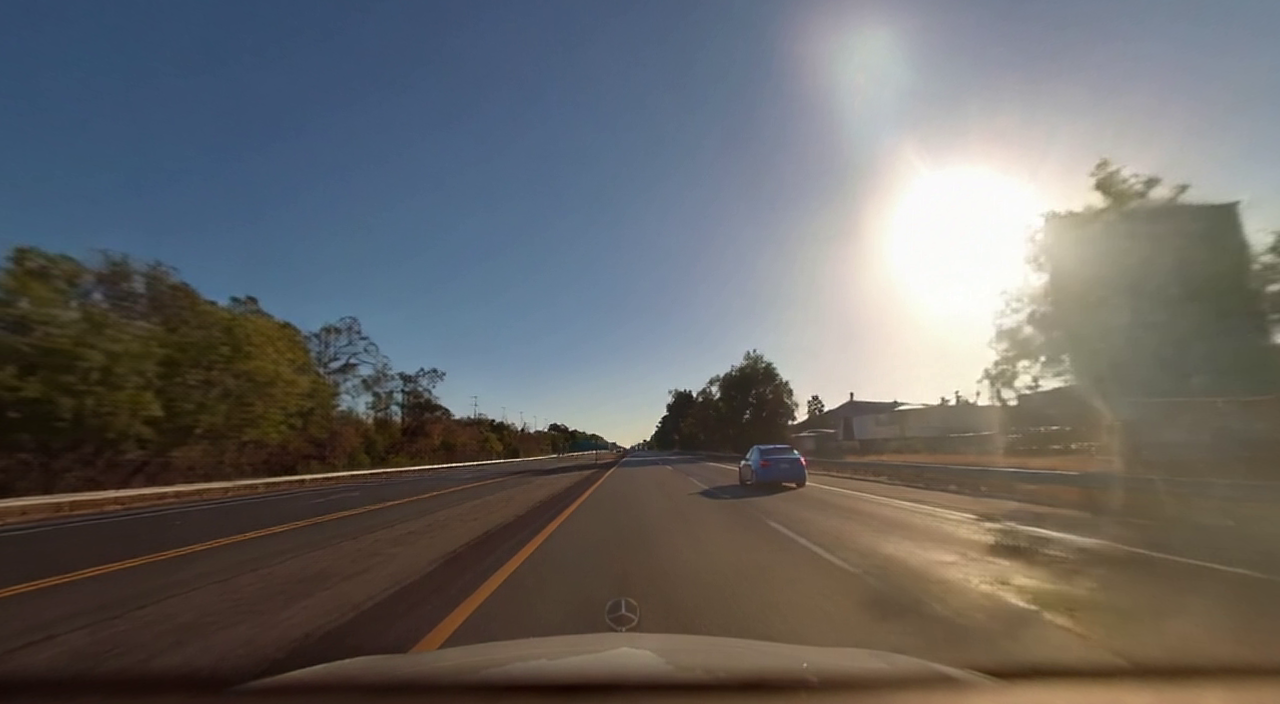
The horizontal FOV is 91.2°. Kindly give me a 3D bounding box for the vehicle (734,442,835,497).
[{"bbox_3d":[4.198,3.488,18.933,1.981,1.440,4.125,0,-9,-1],"label":"vehicle"}]
